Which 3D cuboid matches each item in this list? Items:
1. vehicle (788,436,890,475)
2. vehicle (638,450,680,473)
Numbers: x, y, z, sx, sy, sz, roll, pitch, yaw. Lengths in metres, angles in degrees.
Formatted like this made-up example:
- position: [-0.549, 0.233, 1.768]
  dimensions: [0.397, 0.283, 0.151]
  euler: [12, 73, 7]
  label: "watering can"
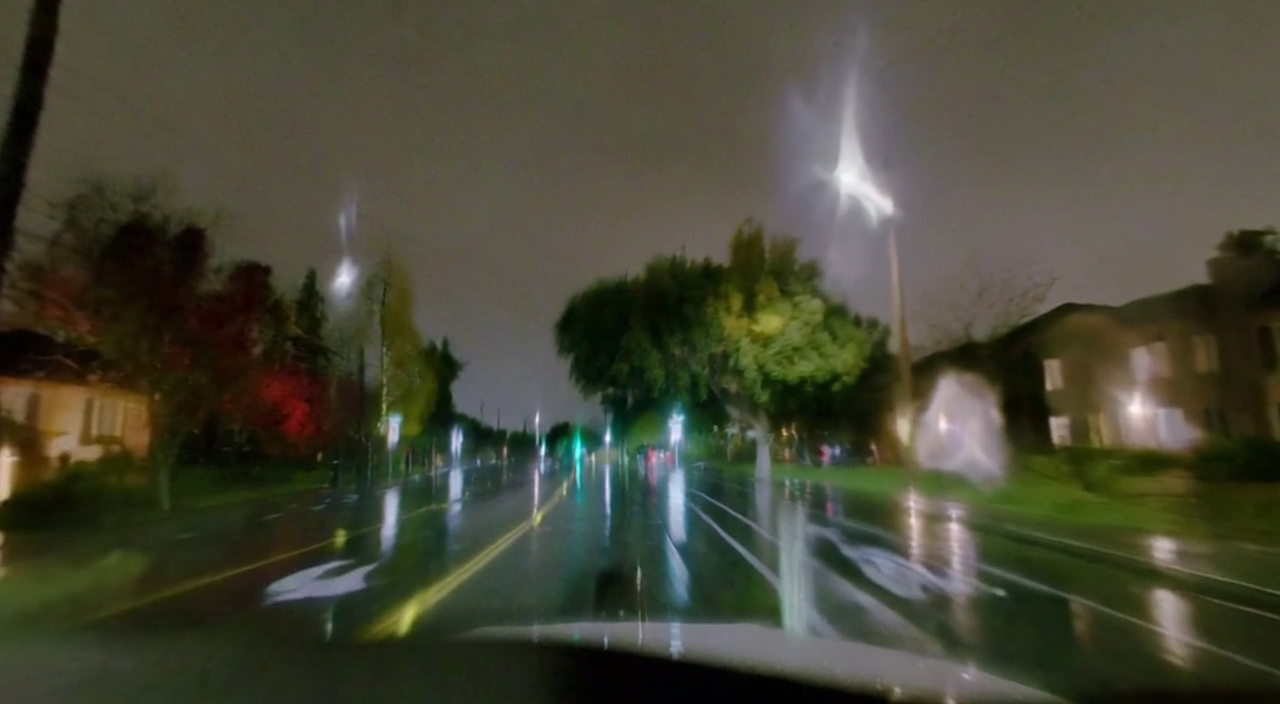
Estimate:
- position: [10.843, 5.697, 34.575]
  dimensions: [4.697, 1.861, 2.126]
  euler: [0, -12, -14]
  label: "vehicle"
- position: [1.323, 7.966, 46.192]
  dimensions: [1.997, 1.618, 4.119]
  euler: [2, -9, -14]
  label: "vehicle"
